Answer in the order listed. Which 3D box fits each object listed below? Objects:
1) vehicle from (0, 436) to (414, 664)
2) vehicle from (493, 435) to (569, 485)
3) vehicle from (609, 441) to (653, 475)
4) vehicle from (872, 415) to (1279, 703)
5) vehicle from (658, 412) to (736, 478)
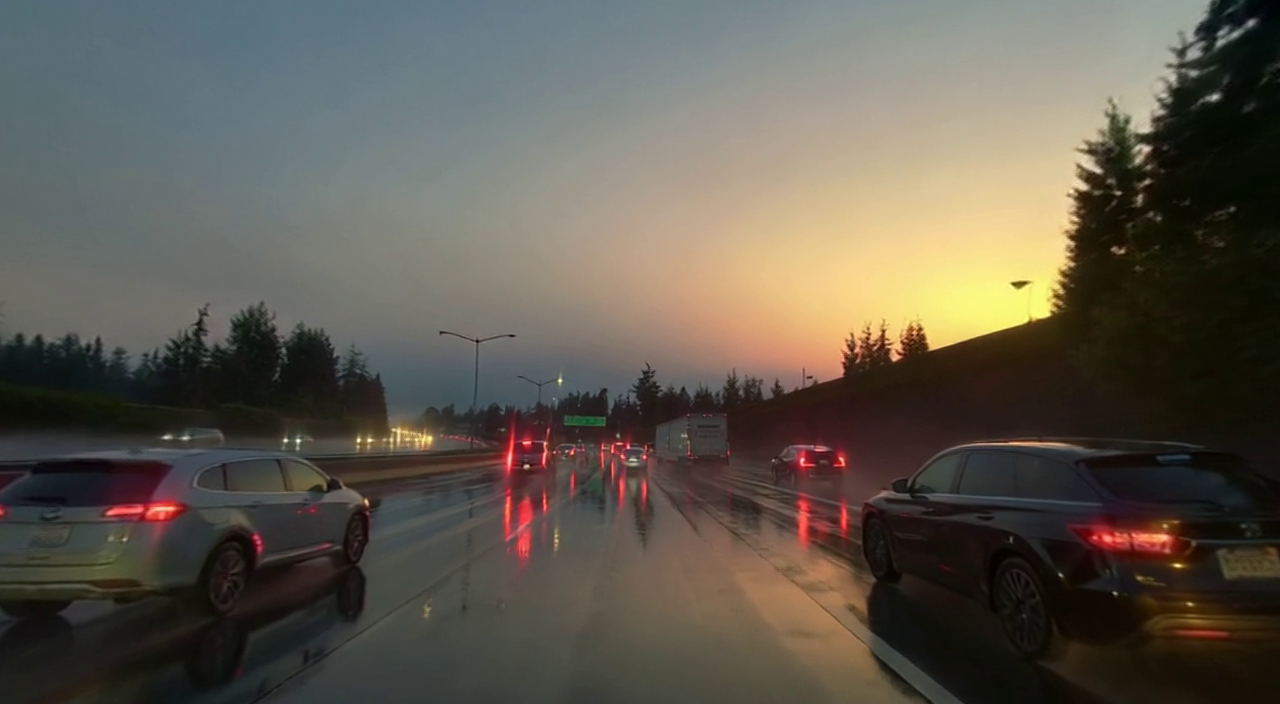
[{"bbox_3d":[-4.061,1.584,6.224,1.947,1.424,4.264,0,-9,2],"label":"vehicle"},{"bbox_3d":[-4.235,4.305,25.345,2.176,1.783,4.799,0,-9,0],"label":"vehicle"},{"bbox_3d":[-0.483,5.634,33.693,2.235,1.682,4.094,0,-9,-1],"label":"vehicle"},{"bbox_3d":[3.114,1.183,3.462,2.031,1.504,4.327,0,-9,0],"label":"vehicle"},{"bbox_3d":[3.048,5.606,37.896,3.426,3.279,12.313,0,-9,-1],"label":"vehicle"}]
